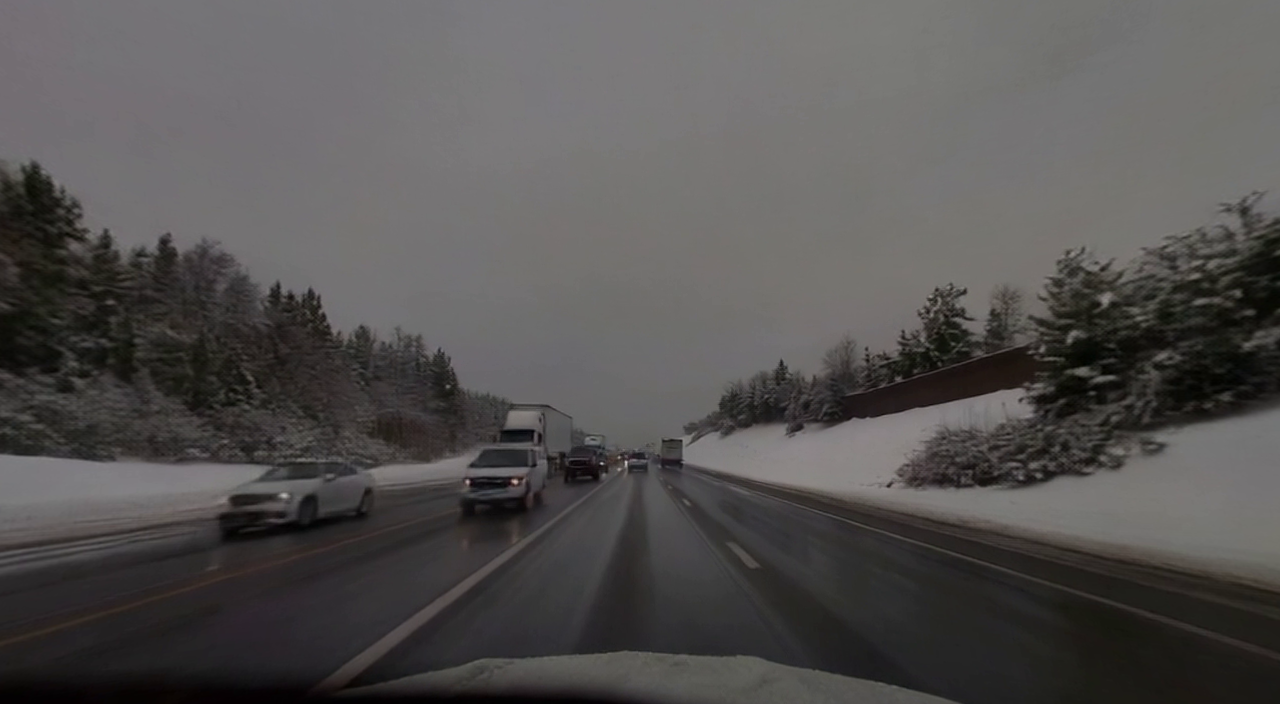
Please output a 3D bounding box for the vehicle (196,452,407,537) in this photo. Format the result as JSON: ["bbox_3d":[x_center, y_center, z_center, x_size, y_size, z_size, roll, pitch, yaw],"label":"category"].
[{"bbox_3d":[-6.670,2.815,13.159,1.911,1.422,4.515,0,-9,0],"label":"vehicle"}]

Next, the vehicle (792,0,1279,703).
[{"bbox_3d":[3.222,0.134,3.939,2.959,3.973,5.928,0,-9,0],"label":"vehicle"}]

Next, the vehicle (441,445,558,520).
[{"bbox_3d":[-3.275,3.107,15.513,2.005,1.598,3.684,0,-9,0],"label":"vehicle"}]

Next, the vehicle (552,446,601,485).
[{"bbox_3d":[-3.172,5.773,32.416,2.088,1.860,4.164,0,-9,0],"label":"vehicle"}]
